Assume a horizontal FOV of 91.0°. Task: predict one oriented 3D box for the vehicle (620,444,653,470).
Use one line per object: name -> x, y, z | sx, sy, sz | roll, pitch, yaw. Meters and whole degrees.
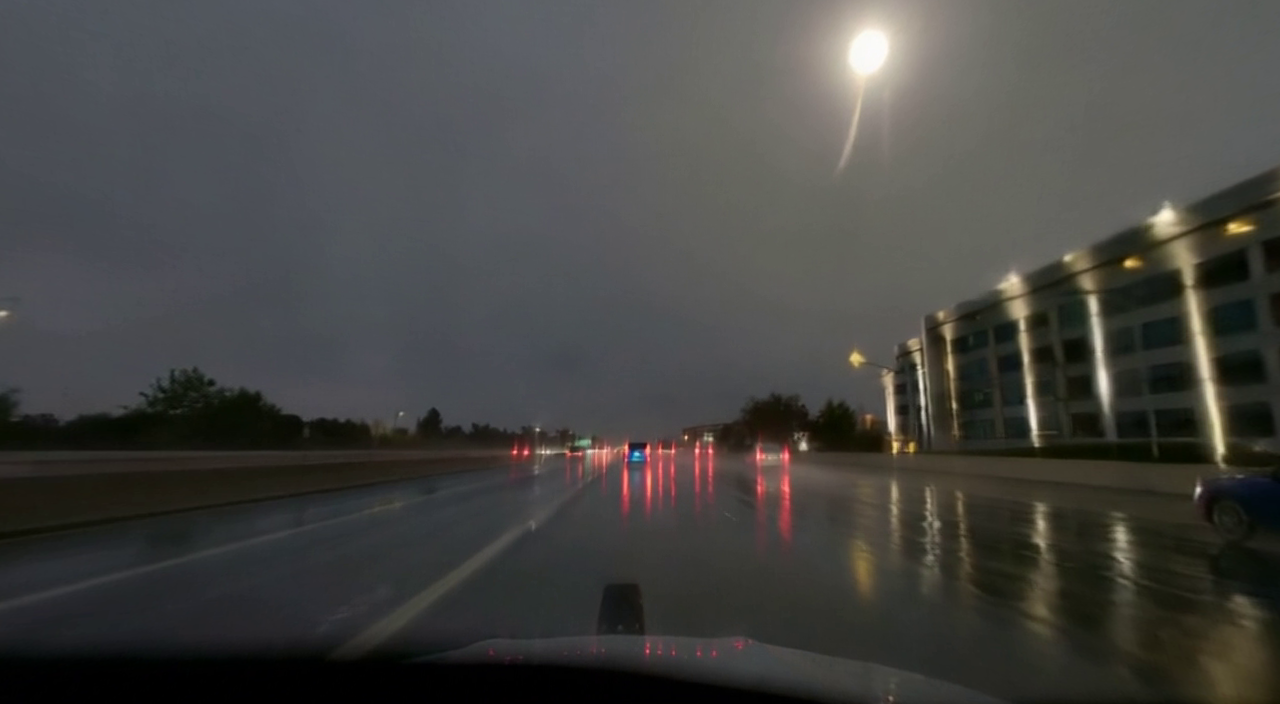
vehicle -> -0.203, 6.683, 40.287 | 2.036, 1.542, 3.891 | 0, -8, 0
